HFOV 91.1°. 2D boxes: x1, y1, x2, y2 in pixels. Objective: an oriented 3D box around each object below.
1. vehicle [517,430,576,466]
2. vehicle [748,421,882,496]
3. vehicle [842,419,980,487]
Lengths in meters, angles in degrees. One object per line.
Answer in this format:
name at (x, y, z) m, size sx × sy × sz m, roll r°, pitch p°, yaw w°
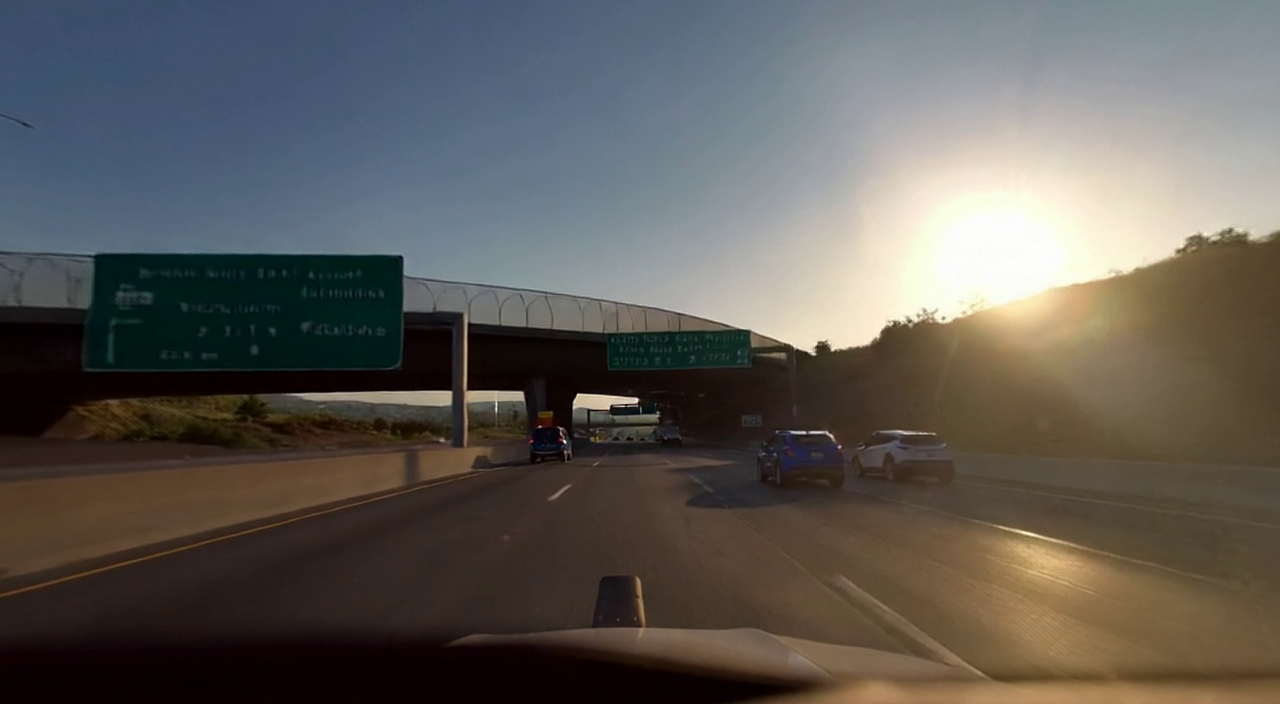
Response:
vehicle at (-3.999, 4.181, 27.617) m, size 2.032 × 1.465 × 4.316 m, roll 0°, pitch -8°, yaw -1°
vehicle at (4.039, 2.515, 15.329) m, size 2.011 × 1.576 × 4.060 m, roll 0°, pitch -8°, yaw -1°
vehicle at (7.198, 2.703, 17.199) m, size 1.956 × 1.634 × 3.935 m, roll 0°, pitch -8°, yaw -1°
